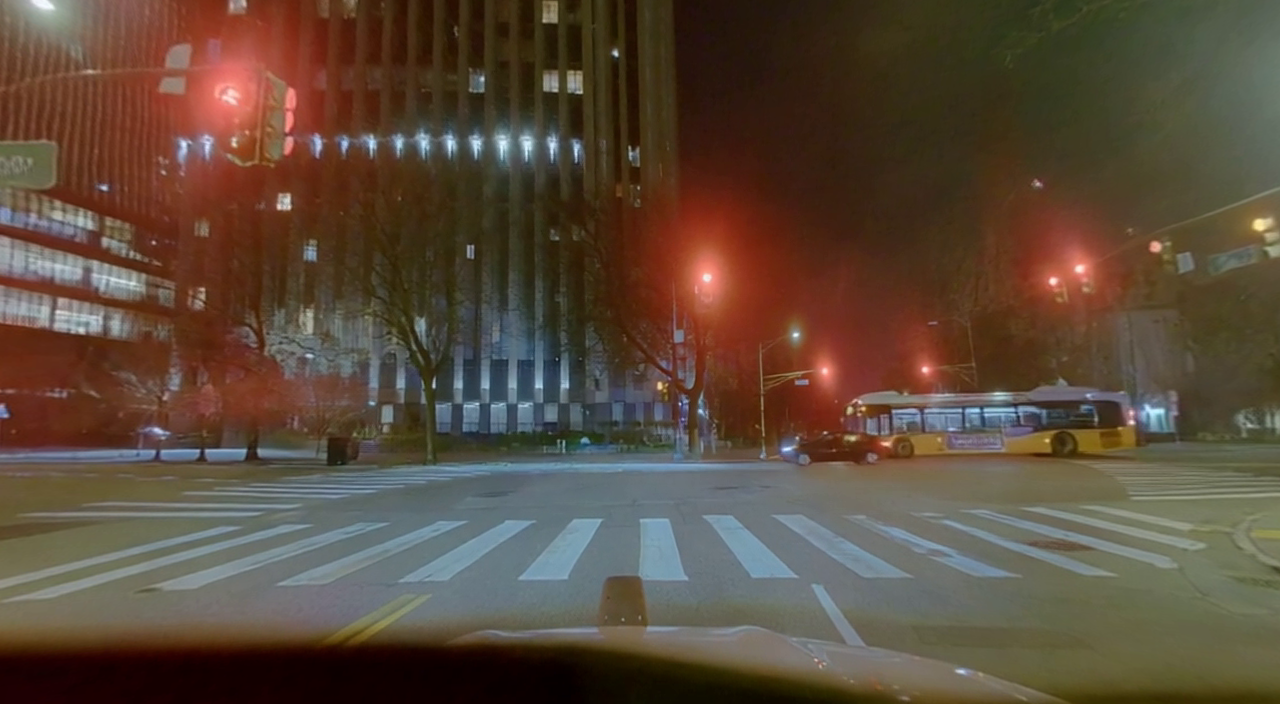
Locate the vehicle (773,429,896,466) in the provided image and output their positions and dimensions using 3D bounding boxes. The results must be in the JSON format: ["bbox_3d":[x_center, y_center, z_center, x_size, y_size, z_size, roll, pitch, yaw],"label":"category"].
[{"bbox_3d":[8.094,4.007,26.350,4.538,1.461,1.805,0,-9,-2],"label":"vehicle"}]

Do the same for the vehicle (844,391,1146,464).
[{"bbox_3d":[16.901,3.709,30.603,12.822,3.296,3.033,0,-9,-1],"label":"vehicle"}]
